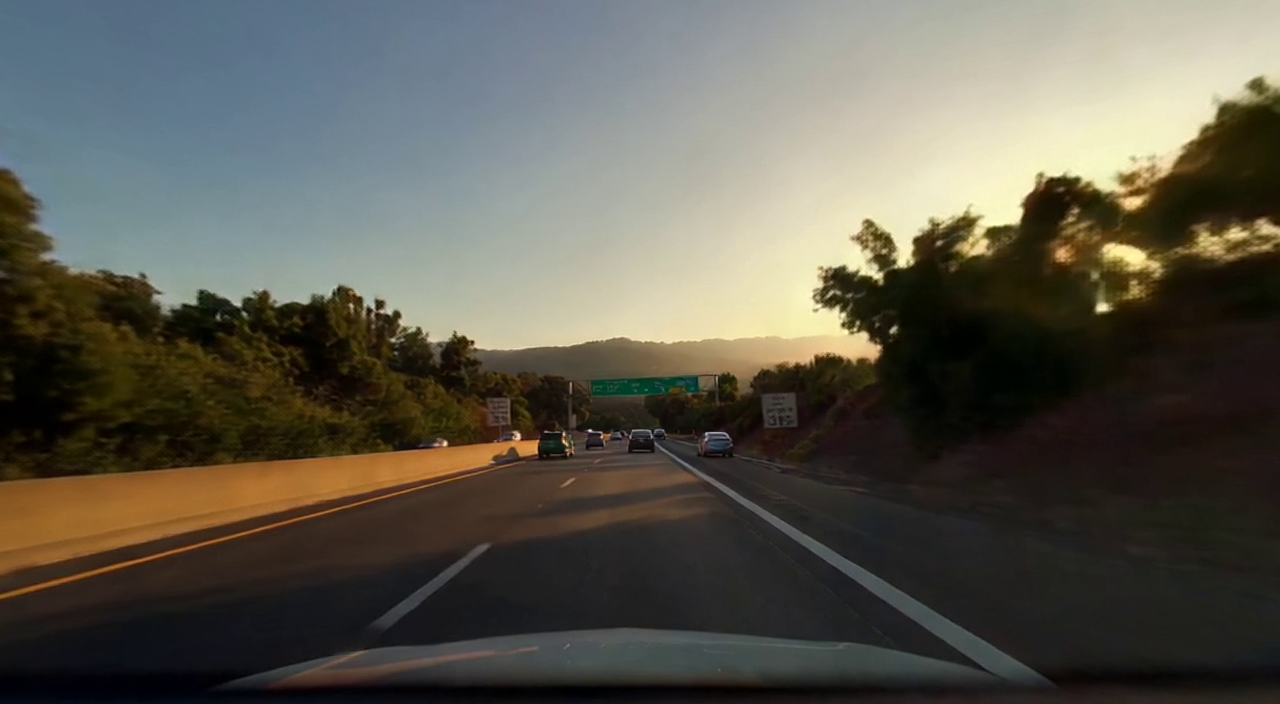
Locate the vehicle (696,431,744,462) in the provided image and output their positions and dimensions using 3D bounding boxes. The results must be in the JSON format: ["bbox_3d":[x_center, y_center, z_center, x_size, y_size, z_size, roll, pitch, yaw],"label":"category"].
[{"bbox_3d":[3.989,4.757,31.926,1.841,1.491,3.869,0,-8,-2],"label":"vehicle"}]

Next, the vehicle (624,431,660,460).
[{"bbox_3d":[0.083,5.081,34.493,1.869,1.466,3.356,0,-8,-1],"label":"vehicle"}]
